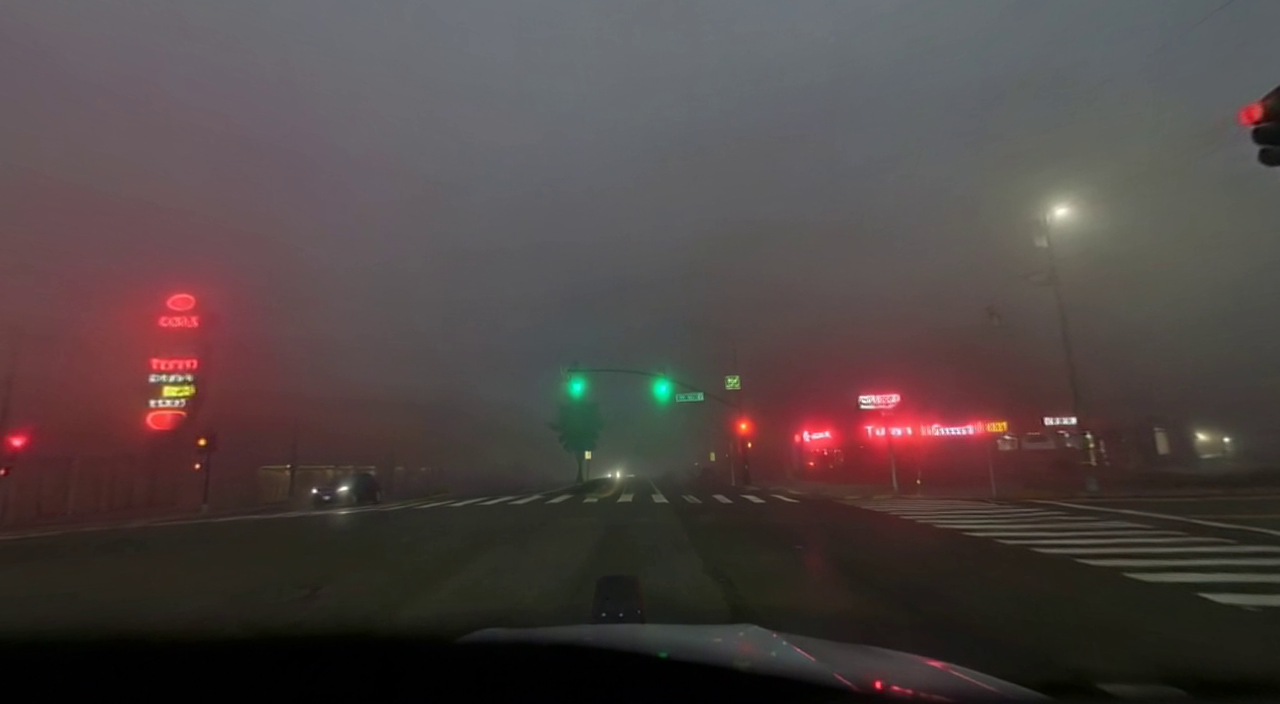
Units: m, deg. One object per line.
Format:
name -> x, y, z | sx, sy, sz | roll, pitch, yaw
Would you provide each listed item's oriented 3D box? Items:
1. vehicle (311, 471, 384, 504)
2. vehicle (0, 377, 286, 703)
vehicle -> -15.871, 7.346, 34.378 | 1.931, 1.471, 4.152 | 0, -9, 1
vehicle -> -3.327, 0.827, 1.605 | 2.081, 1.644, 4.523 | 0, -9, 2
